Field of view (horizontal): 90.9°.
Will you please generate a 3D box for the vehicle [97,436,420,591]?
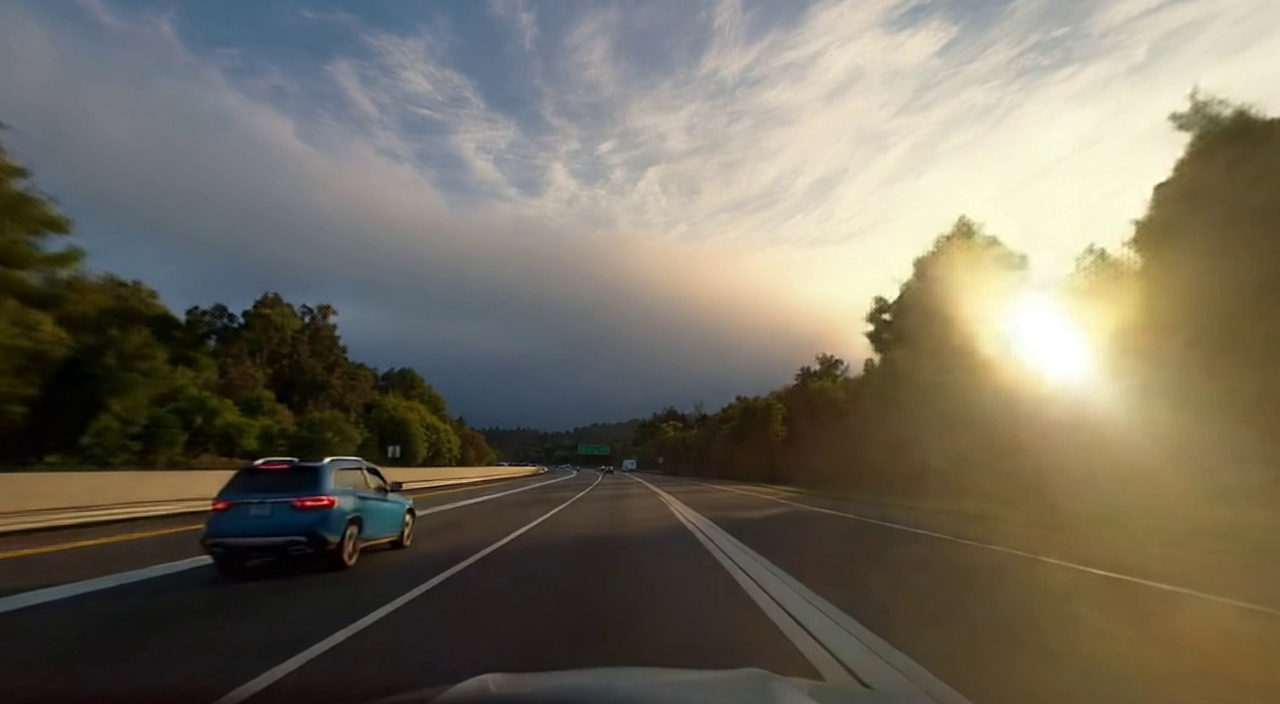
[{"bbox_3d":[-4.632,2.029,8.480,2.025,1.584,3.657,1,-10,-1],"label":"vehicle"}]
